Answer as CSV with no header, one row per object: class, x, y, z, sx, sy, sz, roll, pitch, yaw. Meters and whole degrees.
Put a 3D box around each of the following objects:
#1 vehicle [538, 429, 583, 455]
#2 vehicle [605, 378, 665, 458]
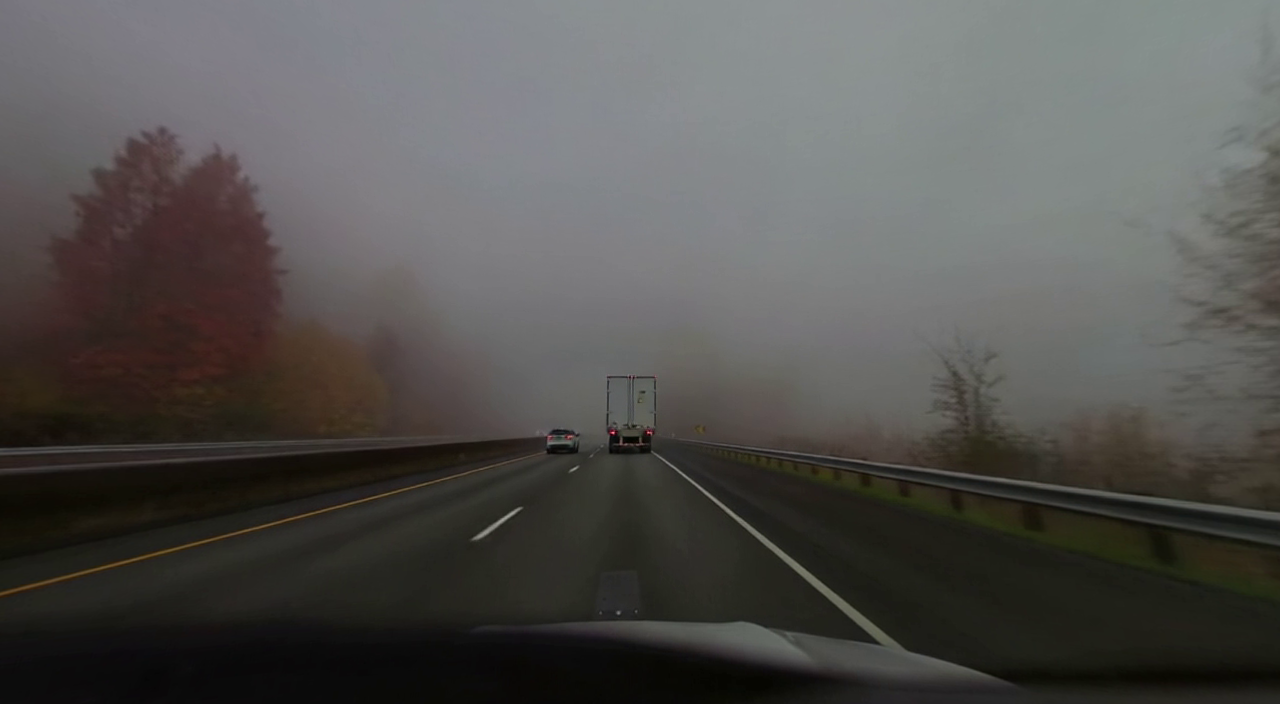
vehicle,-4.816,5.485,38.455,2.217,1.495,4.245,0,-8,0
vehicle,-0.431,4.092,37.546,3.013,4.016,11.496,0,-8,-2
